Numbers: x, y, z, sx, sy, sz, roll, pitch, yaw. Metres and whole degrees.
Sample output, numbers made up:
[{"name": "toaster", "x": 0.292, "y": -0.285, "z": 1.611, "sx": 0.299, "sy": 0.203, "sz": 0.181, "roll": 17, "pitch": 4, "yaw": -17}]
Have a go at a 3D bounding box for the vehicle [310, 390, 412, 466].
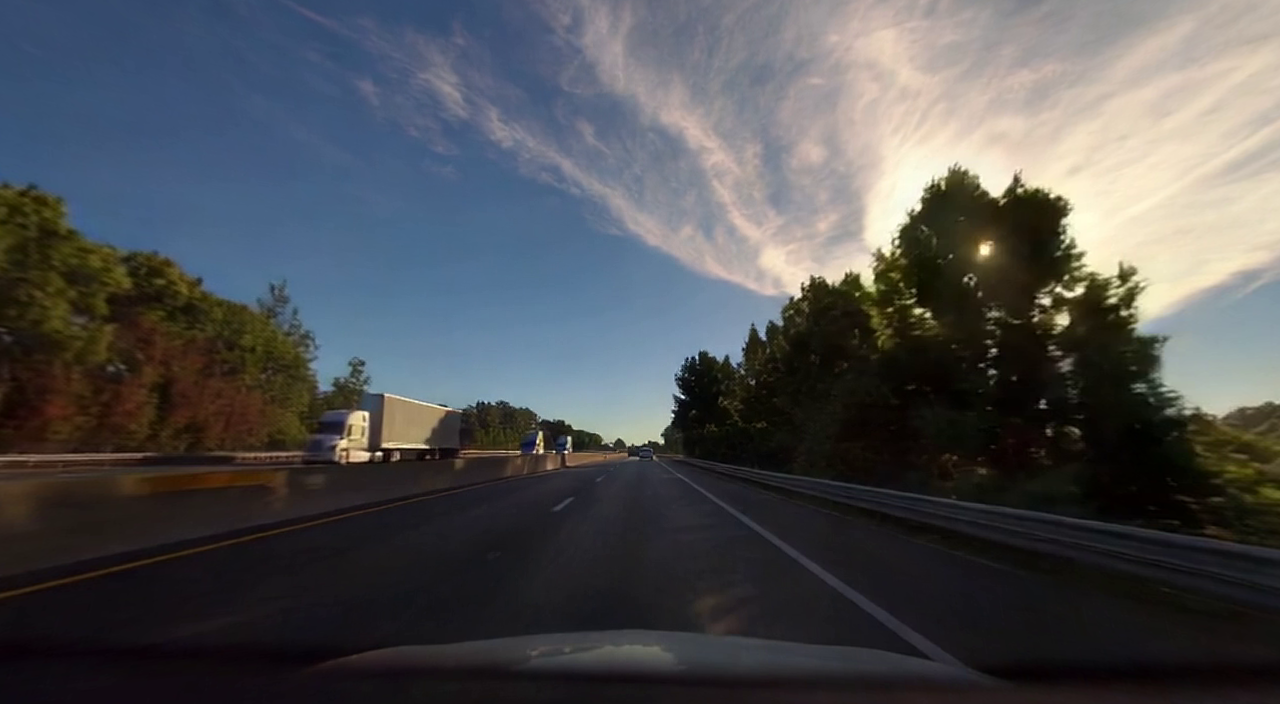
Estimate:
[{"name": "vehicle", "x": -15.427, "y": 4.363, "z": 35.423, "sx": 2.987, "sy": 3.859, "sz": 5.763, "roll": 0, "pitch": -9, "yaw": 0}]
